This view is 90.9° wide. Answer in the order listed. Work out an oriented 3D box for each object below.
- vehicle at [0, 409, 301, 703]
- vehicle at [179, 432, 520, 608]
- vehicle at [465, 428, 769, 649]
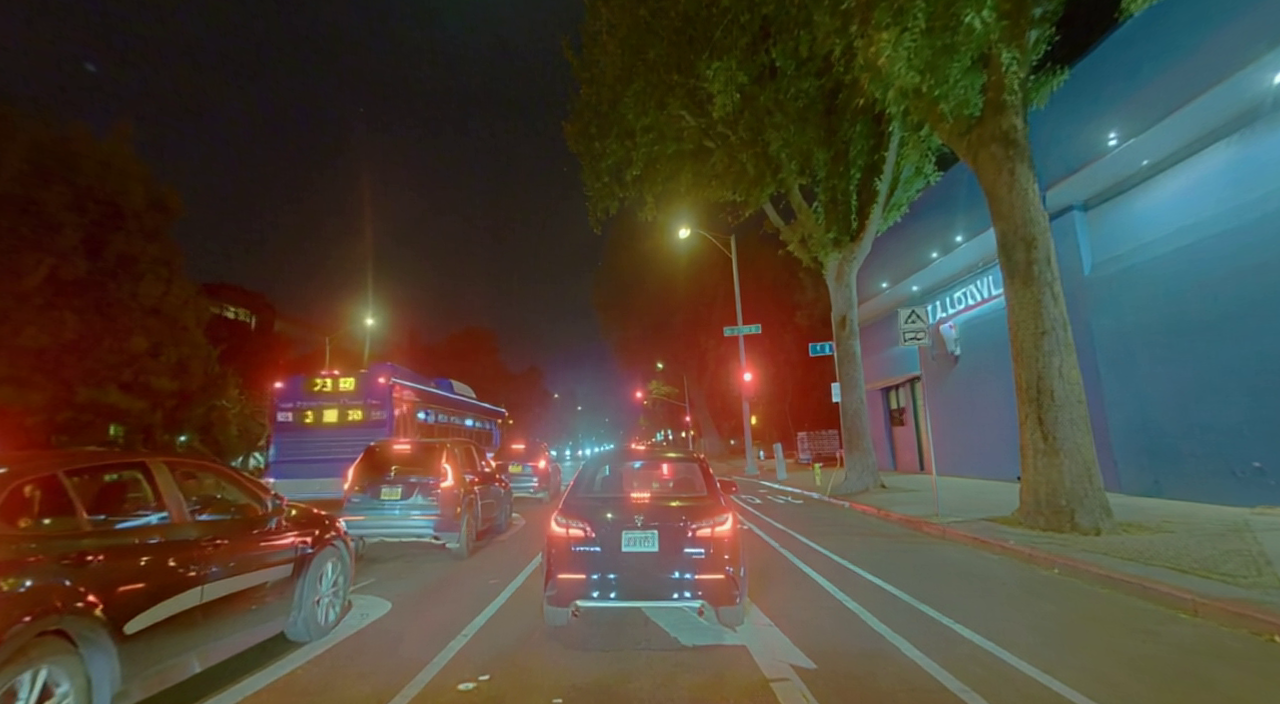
[{"bbox_3d":[-3.169,0.881,1.726,1.867,1.486,4.452,0,-8,2],"label":"vehicle"},{"bbox_3d":[-2.913,1.760,7.643,1.944,1.481,4.385,0,-8,1],"label":"vehicle"},{"bbox_3d":[-0.141,1.531,6.177,2.031,1.461,3.763,0,-8,0],"label":"vehicle"}]
